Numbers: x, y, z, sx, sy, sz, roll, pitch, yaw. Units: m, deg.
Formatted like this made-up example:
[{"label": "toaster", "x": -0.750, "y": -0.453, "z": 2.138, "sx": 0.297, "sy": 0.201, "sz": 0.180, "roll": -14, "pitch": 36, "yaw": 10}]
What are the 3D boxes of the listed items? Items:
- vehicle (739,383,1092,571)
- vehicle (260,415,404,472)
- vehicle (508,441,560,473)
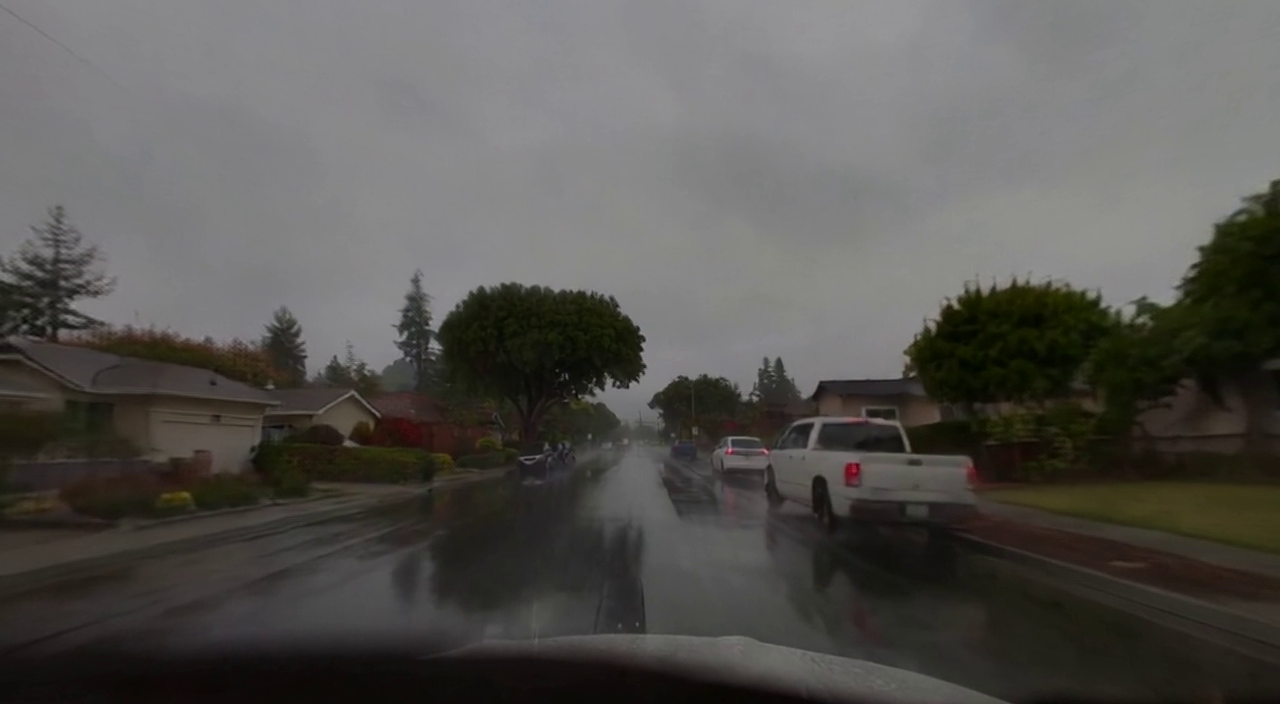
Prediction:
[{"label": "vehicle", "x": 3.830, "y": 1.968, "z": 11.056, "sx": 2.952, "sy": 2.216, "sz": 7.033, "roll": 0, "pitch": -8, "yaw": -1}, {"label": "vehicle", "x": -13.029, "y": 3.870, "z": 26.844, "sx": 4.837, "sy": 1.897, "sz": 2.228, "roll": 4, "pitch": -8, "yaw": 5}, {"label": "vehicle", "x": -5.785, "y": 5.783, "z": 35.048, "sx": 2.027, "sy": 1.544, "sz": 4.959, "roll": 0, "pitch": -7, "yaw": 0}]
